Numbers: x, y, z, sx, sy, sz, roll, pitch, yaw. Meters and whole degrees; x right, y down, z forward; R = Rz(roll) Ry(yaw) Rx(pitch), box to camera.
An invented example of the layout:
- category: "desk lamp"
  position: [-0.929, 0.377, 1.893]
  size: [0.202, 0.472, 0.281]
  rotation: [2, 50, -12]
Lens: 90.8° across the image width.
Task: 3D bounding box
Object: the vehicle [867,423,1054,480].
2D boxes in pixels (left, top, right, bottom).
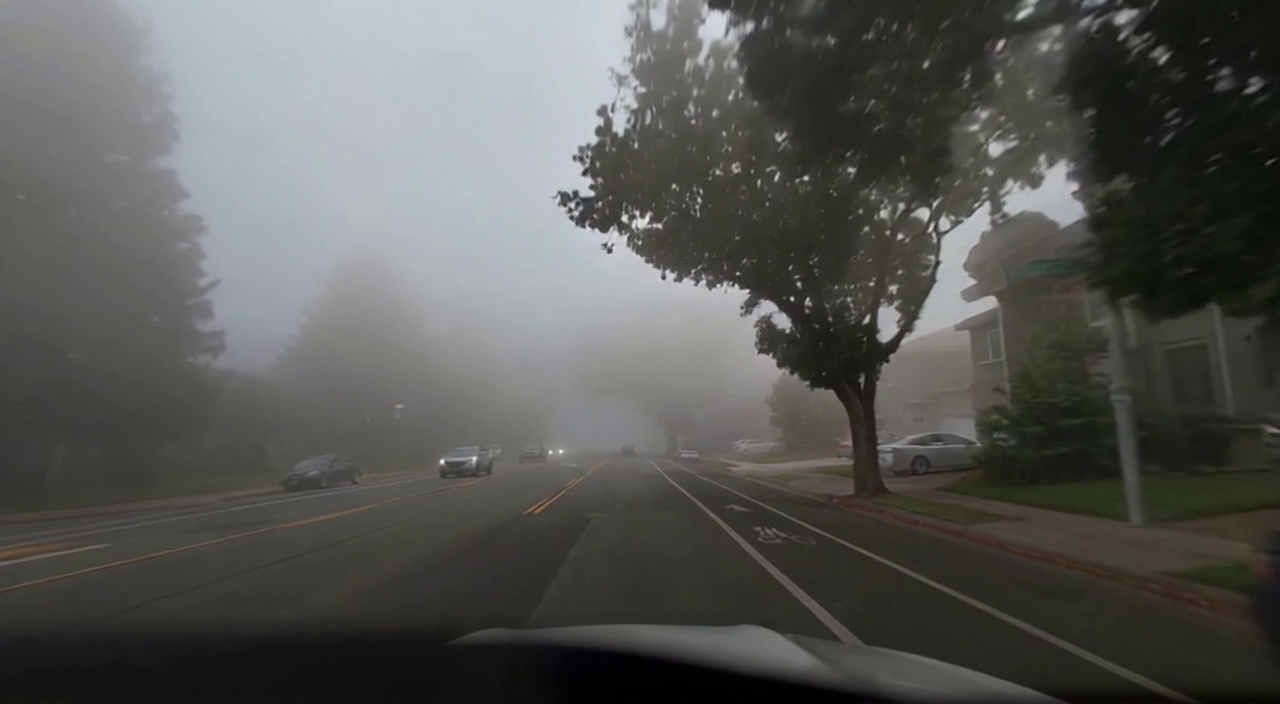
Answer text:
- category: "vehicle"
  position: [9.696, 3.040, 19.399]
  size: [4.690, 1.579, 1.878]
  rotation: [0, -8, -1]

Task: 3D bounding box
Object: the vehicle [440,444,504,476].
- category: "vehicle"
  position: [-8.540, 5.514, 32.520]
  size: [1.973, 1.509, 4.651]
  rotation: [0, -8, 0]

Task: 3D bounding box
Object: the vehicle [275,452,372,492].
- category: "vehicle"
  position: [-13.361, 5.062, 27.030]
  size: [1.850, 1.472, 4.511]
  rotation: [0, -8, -1]

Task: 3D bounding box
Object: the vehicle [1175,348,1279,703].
- category: "vehicle"
  position: [4.364, 0.658, 1.384]
  size: [2.166, 1.858, 4.667]
  rotation: [0, -8, -2]
